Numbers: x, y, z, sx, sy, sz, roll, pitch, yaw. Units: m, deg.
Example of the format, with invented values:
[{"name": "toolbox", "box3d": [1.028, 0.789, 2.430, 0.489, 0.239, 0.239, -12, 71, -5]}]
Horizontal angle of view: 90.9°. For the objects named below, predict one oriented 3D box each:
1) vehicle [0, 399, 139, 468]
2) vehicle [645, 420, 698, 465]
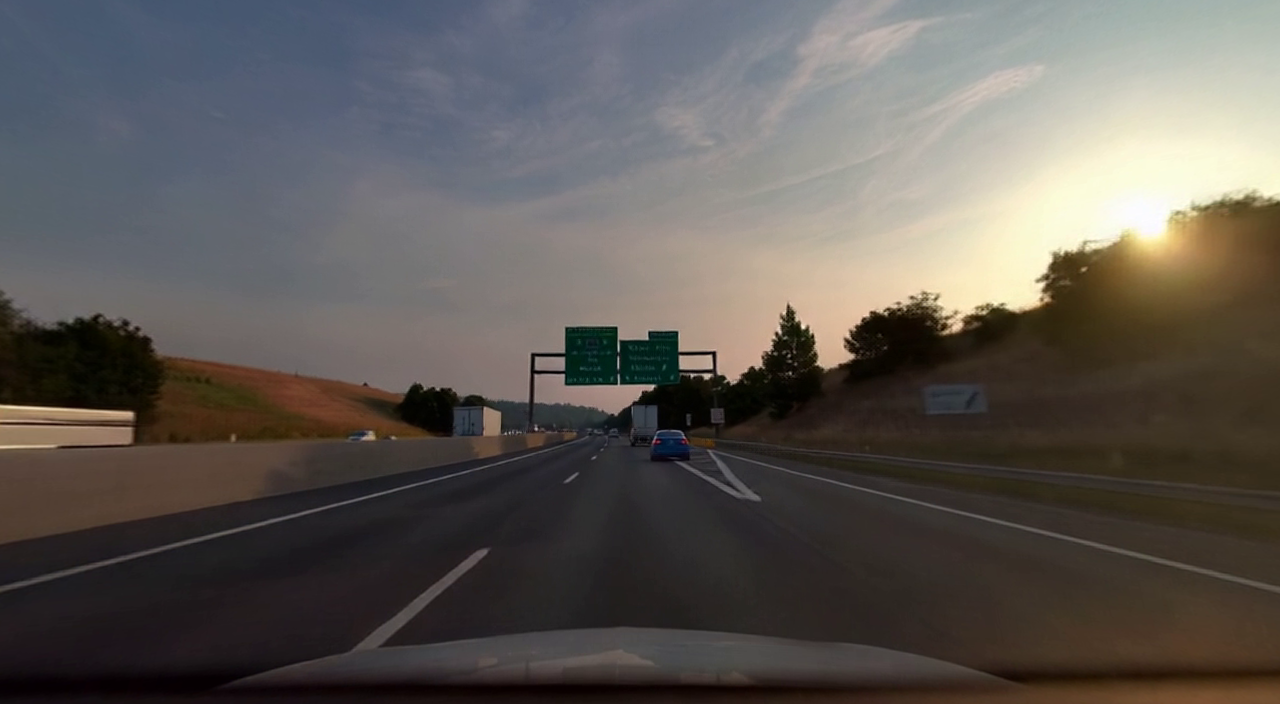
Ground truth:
[{"name": "vehicle", "box3d": [-39.935, 5.409, 41.715, 2.676, 4.105, 14.309, 0, -8, -4]}, {"name": "vehicle", "box3d": [1.338, 4.120, 28.847, 2.076, 1.914, 4.287, 0, -8, -2]}]
